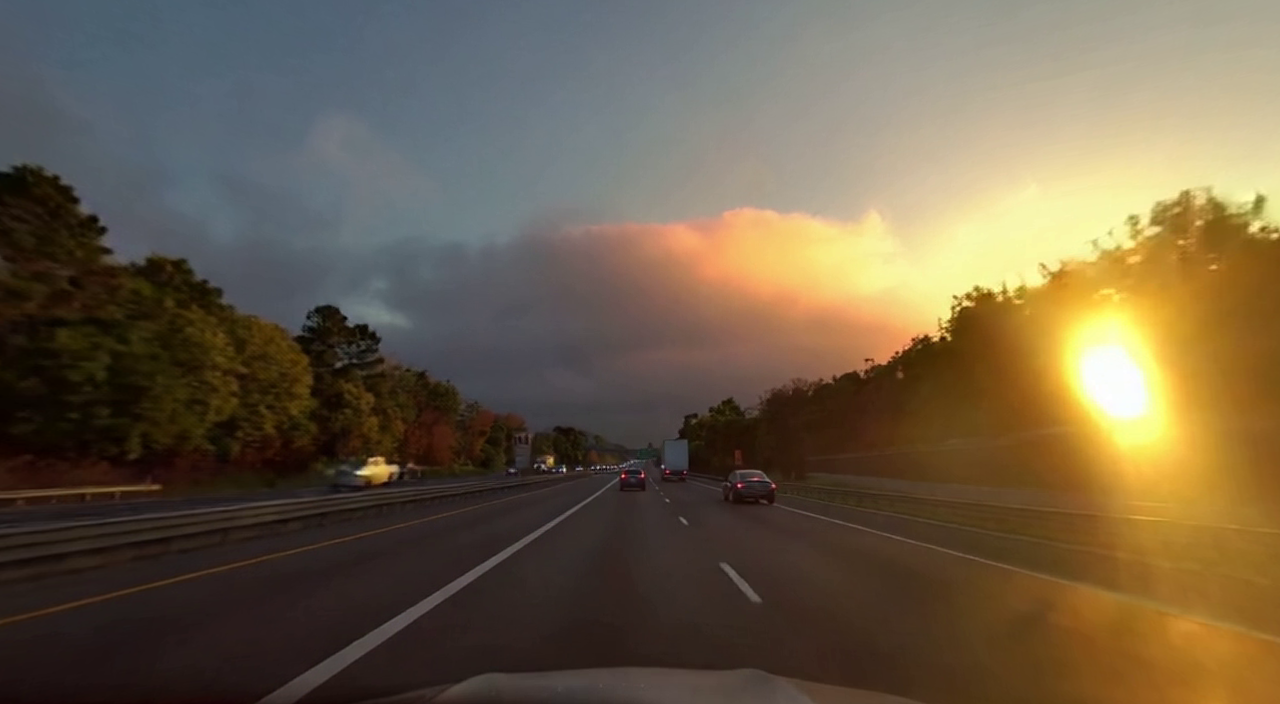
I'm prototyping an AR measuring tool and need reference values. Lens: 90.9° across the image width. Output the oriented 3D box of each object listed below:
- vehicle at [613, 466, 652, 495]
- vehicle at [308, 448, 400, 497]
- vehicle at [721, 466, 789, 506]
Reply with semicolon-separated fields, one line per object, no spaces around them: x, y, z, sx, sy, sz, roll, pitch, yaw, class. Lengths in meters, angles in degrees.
-0.411;6.927;34.150;2.010;1.436;3.973;1;-10;-1;vehicle
-15.747;6.680;35.114;2.326;2.432;5.777;1;-10;0;vehicle
4.665;5.494;26.164;1.897;1.476;4.334;1;-10;-2;vehicle
